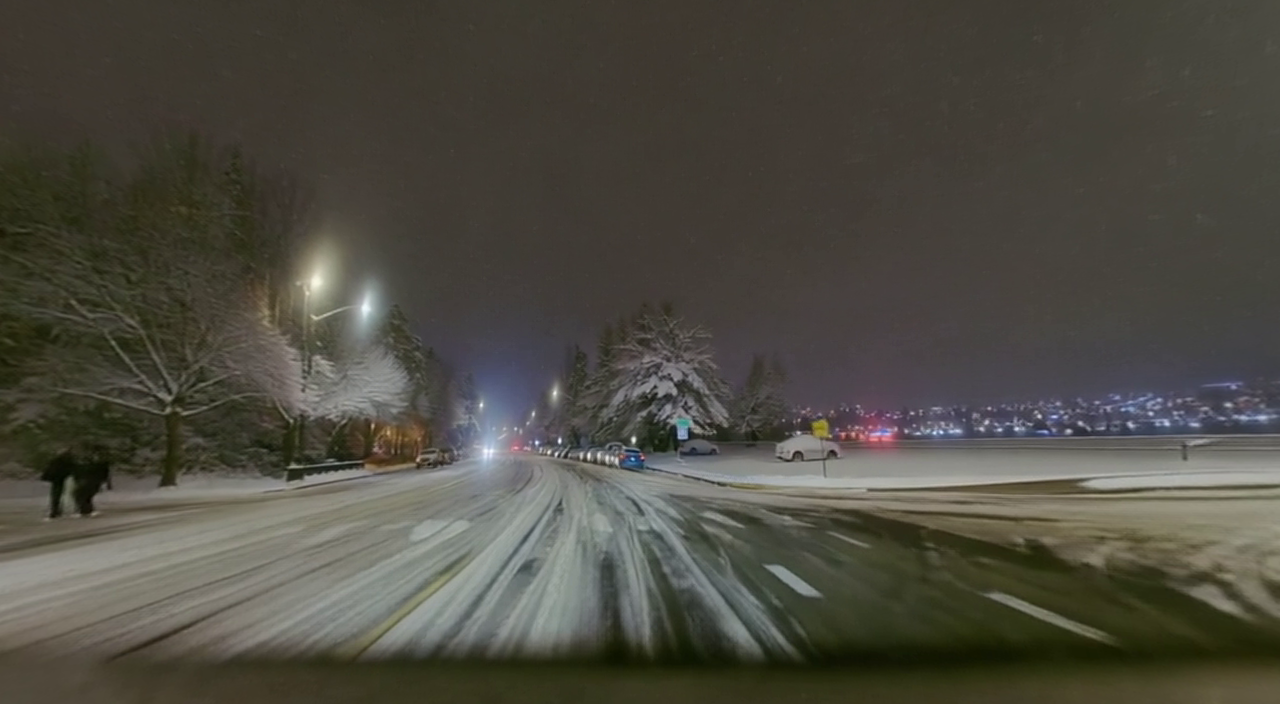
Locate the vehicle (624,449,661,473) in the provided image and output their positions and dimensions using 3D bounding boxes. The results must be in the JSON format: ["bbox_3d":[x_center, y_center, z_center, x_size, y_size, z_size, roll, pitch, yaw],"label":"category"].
[{"bbox_3d":[0.113,7.445,43.259,1.866,1.492,4.093,1,-9,-9],"label":"vehicle"}]

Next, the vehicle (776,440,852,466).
[{"bbox_3d":[10.827,6.270,39.486,4.201,1.546,1.749,1,-8,-7],"label":"vehicle"}]
